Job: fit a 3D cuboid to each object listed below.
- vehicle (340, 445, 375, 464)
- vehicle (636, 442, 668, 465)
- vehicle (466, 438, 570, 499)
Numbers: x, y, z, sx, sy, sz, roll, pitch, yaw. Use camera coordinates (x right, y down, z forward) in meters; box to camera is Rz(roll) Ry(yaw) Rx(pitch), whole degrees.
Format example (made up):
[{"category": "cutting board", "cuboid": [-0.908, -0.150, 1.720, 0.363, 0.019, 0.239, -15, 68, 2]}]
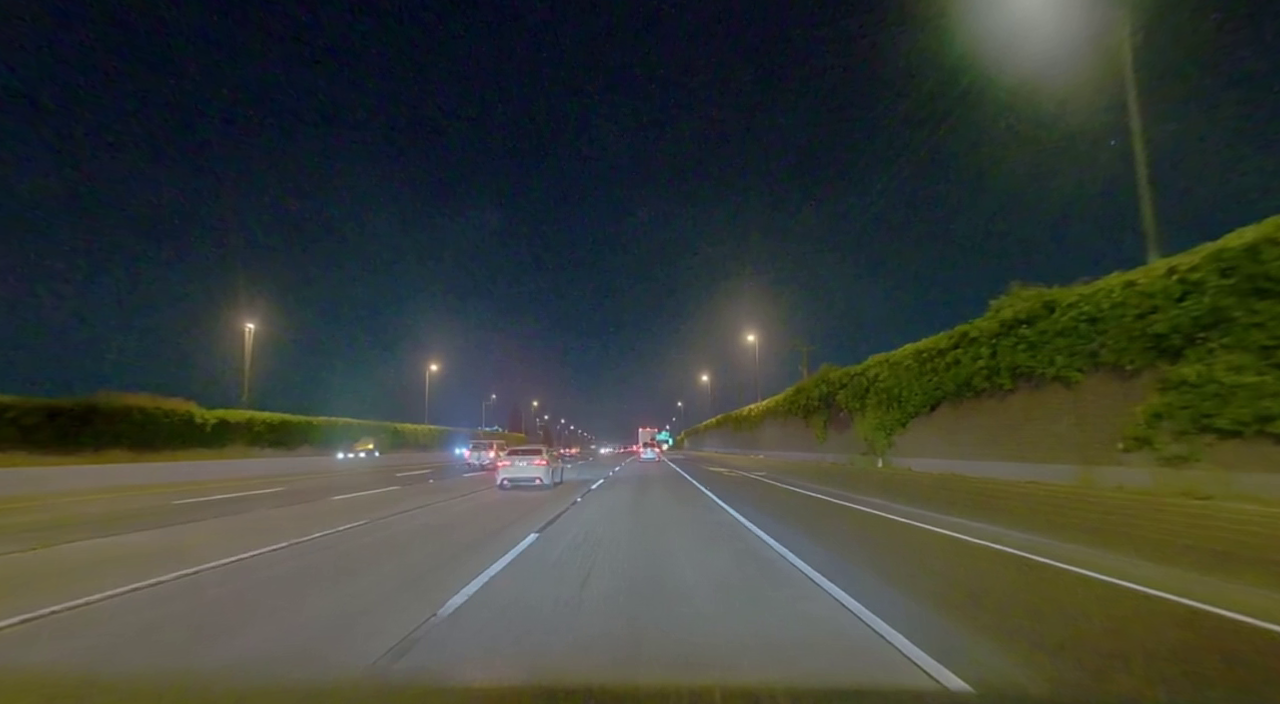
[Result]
[{"category": "vehicle", "cuboid": [-22.159, 8.002, 49.576, 1.482, 1.382, 3.359, -1, -8, -5]}, {"category": "vehicle", "cuboid": [0.816, 6.916, 43.253, 2.073, 1.480, 4.343, 0, -8, 0]}, {"category": "vehicle", "cuboid": [-3.259, 3.197, 17.694, 2.056, 1.480, 4.022, -1, -8, 1]}]
